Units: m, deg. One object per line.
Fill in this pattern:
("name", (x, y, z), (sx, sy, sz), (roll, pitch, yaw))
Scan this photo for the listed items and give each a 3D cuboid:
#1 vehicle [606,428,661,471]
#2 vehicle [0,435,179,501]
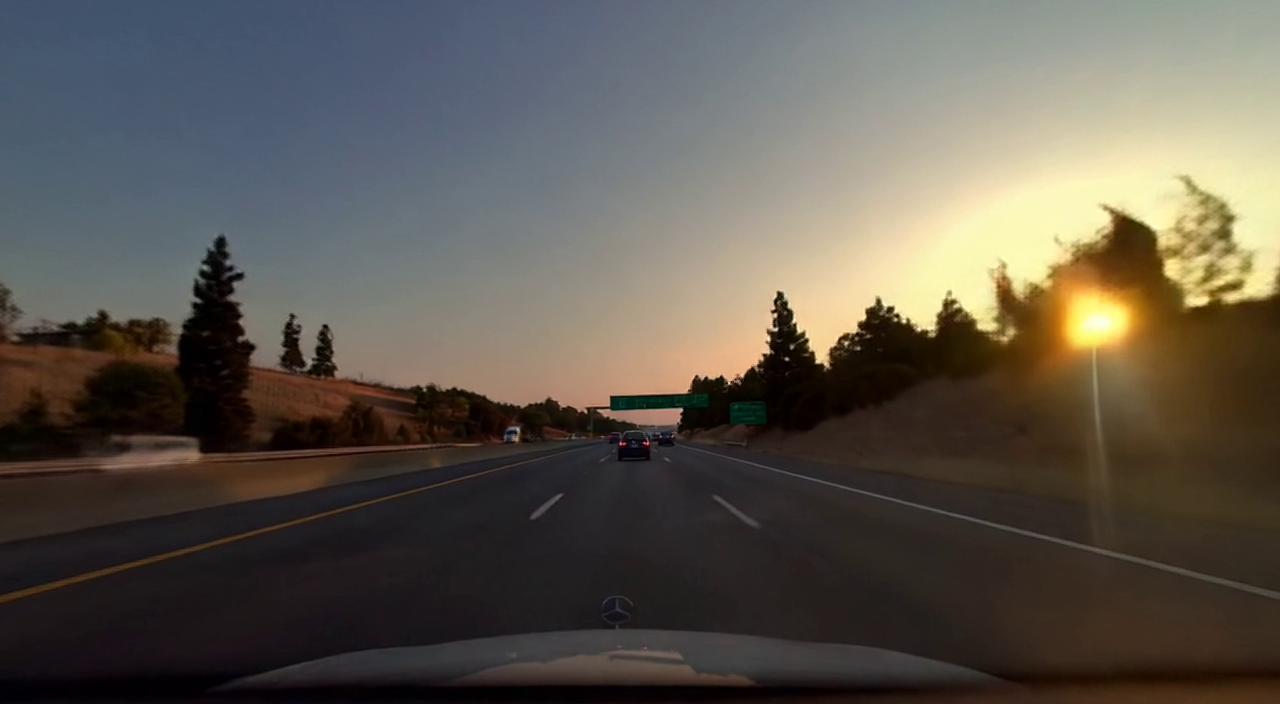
("vehicle", (-0.269, 3.948, 25.732), (2.094, 1.600, 3.666), (0, -8, -1))
("vehicle", (-15.784, 3.210, 17.997), (1.992, 1.625, 4.290), (0, -8, 0))
